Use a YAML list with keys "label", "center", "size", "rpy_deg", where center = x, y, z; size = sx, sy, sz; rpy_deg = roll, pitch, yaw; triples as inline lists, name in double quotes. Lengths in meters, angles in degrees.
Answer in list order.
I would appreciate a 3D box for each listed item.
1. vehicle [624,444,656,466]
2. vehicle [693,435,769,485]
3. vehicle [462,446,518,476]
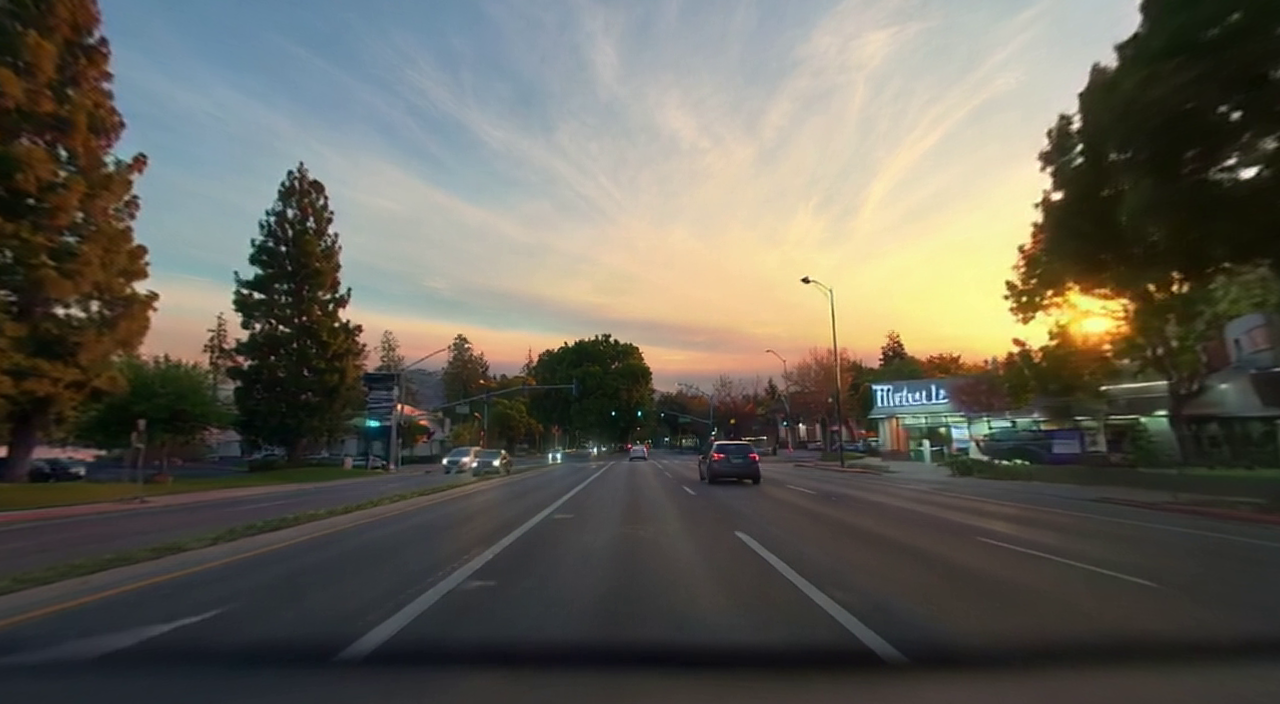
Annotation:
- label: "vehicle"
  center: [-0.003, 7.238, 44.582]
  size: [2.135, 1.468, 4.076]
  rpy_deg: [0, -8, -1]
- label: "vehicle"
  center: [3.241, 3.952, 23.384]
  size: [2.022, 1.643, 4.326]
  rpy_deg: [0, -8, -2]
- label: "vehicle"
  center: [-8.327, 6.064, 35.430]
  size: [1.990, 1.534, 4.630]
  rpy_deg: [0, -8, 0]
